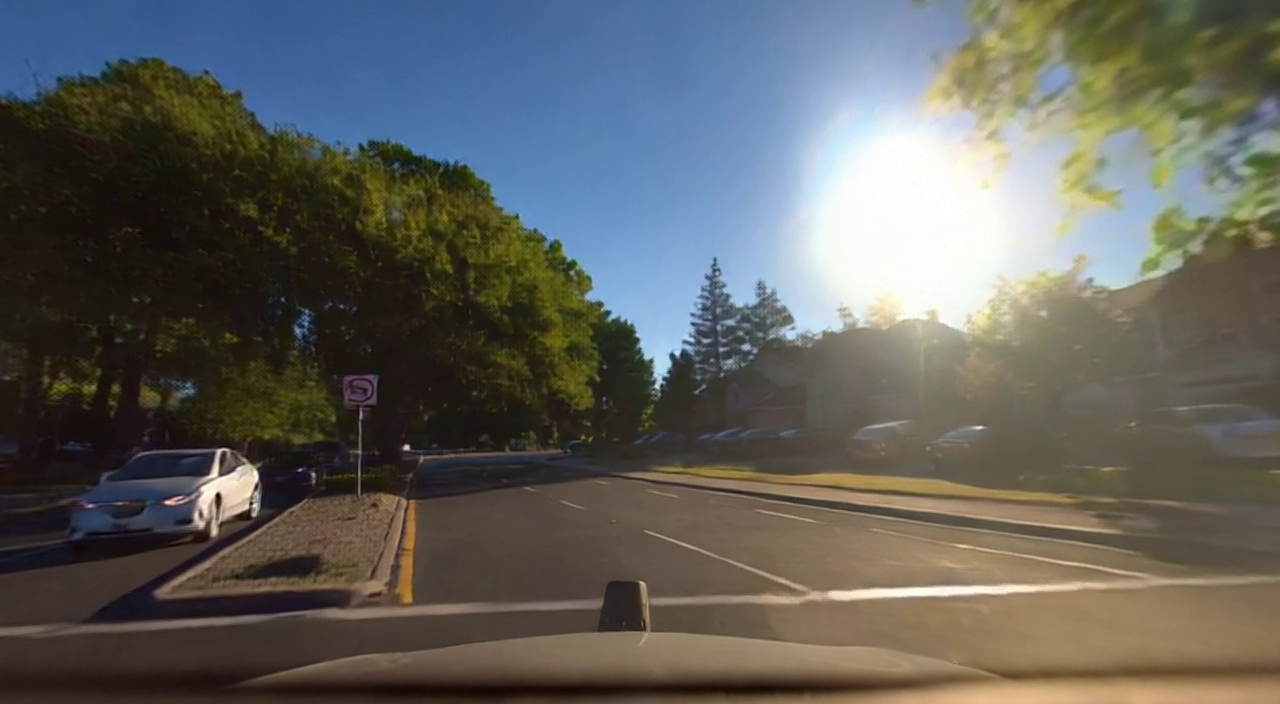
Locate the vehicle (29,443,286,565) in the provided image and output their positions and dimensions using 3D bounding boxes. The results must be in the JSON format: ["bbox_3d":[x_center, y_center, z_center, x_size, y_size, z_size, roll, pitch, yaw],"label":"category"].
[{"bbox_3d":[-7.461,2.267,10.400,1.912,1.464,4.652,3,-8,-19],"label":"vehicle"}]
